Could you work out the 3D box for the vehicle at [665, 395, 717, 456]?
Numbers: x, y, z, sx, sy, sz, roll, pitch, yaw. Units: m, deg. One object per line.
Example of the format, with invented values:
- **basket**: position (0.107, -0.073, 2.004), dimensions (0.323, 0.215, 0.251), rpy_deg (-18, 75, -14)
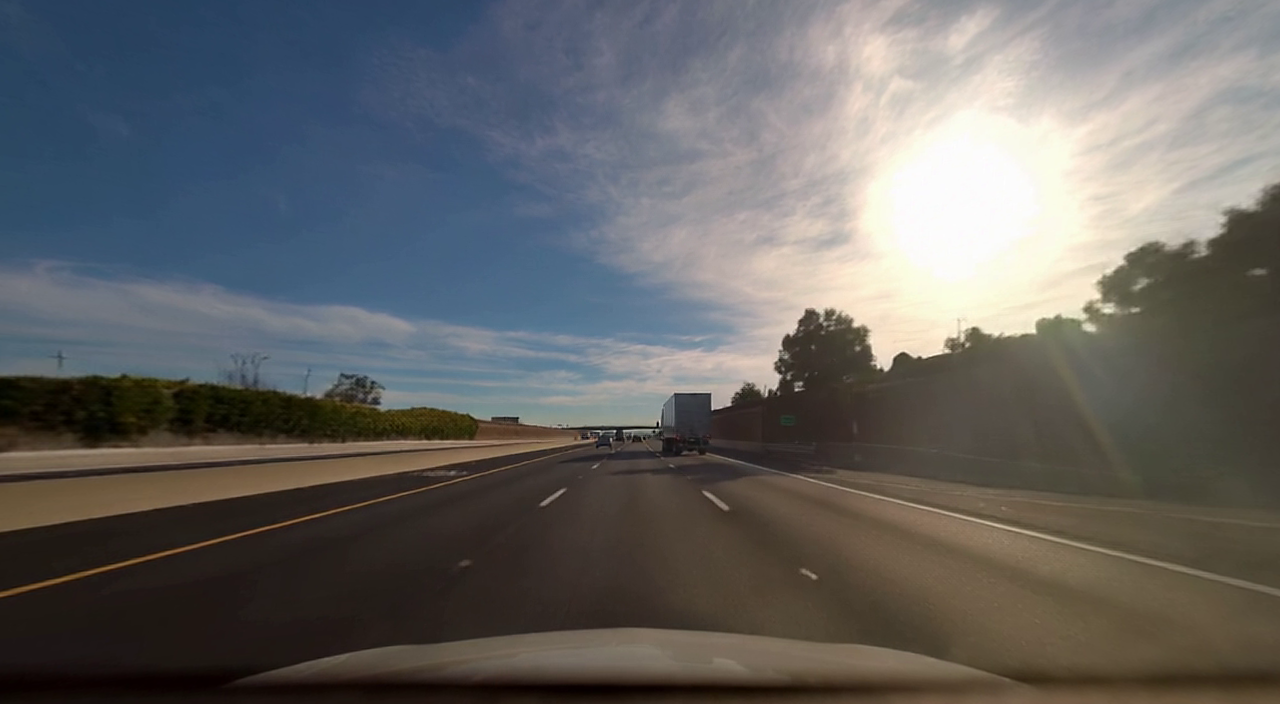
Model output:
- **vehicle**: position (3.485, 5.358, 45.229), dimensions (2.859, 3.981, 8.596), rpy_deg (0, -8, -1)
